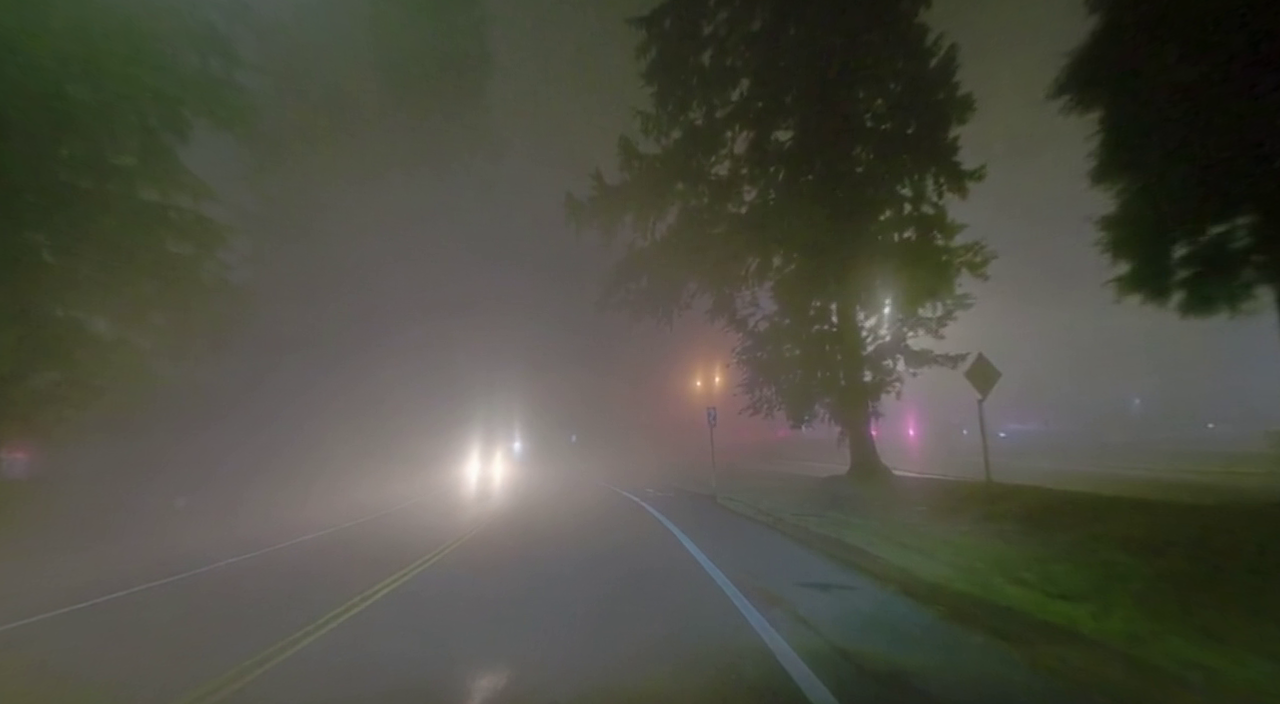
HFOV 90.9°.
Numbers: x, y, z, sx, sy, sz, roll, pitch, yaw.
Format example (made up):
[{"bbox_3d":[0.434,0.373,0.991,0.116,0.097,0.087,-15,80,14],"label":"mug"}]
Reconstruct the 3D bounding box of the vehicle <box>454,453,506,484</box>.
[{"bbox_3d":[-8.239,5.995,32.753,2.125,1.440,4.450,1,-9,-8],"label":"vehicle"}]
